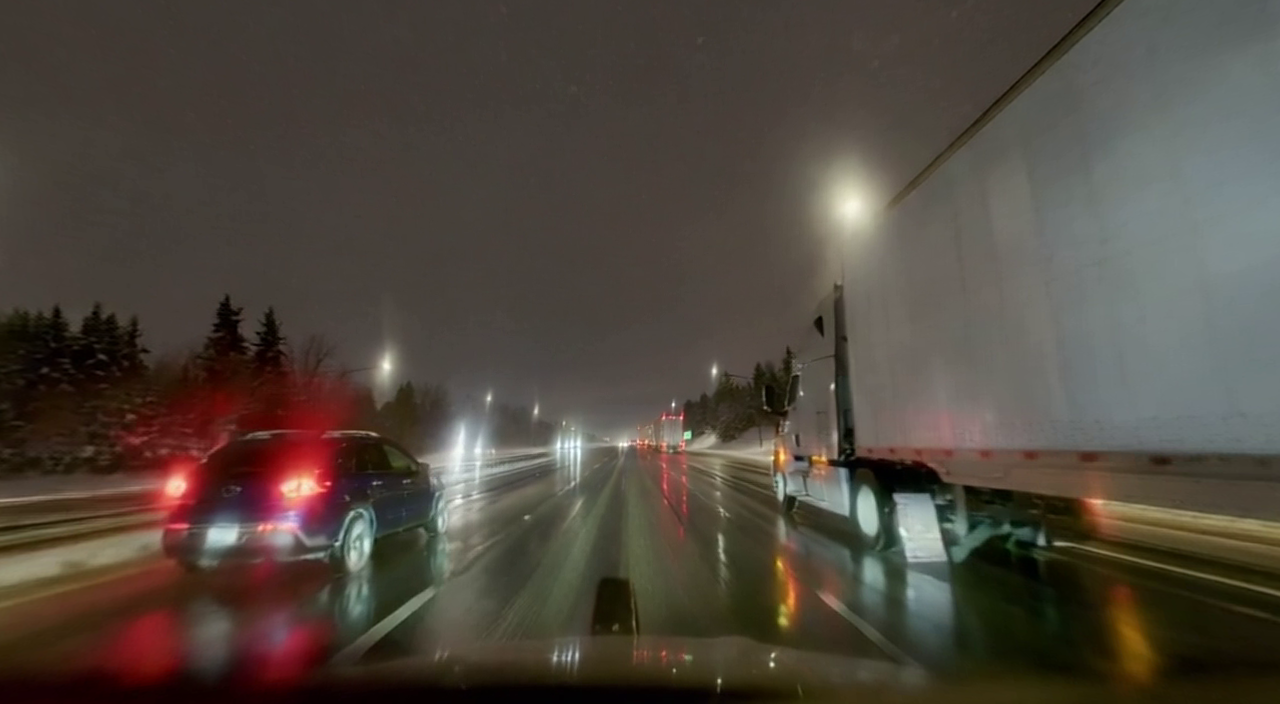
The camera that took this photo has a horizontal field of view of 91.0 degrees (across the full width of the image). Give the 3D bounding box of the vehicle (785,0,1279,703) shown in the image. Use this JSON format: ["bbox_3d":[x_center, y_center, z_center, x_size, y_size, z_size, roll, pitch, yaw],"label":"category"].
[{"bbox_3d":[4.278,-0.180,3.847,2.976,4.064,14.619,0,-8,-1],"label":"vehicle"}]

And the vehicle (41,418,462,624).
[{"bbox_3d":[-3.517,1.563,6.857,1.990,1.520,4.100,0,-8,-1],"label":"vehicle"}]
